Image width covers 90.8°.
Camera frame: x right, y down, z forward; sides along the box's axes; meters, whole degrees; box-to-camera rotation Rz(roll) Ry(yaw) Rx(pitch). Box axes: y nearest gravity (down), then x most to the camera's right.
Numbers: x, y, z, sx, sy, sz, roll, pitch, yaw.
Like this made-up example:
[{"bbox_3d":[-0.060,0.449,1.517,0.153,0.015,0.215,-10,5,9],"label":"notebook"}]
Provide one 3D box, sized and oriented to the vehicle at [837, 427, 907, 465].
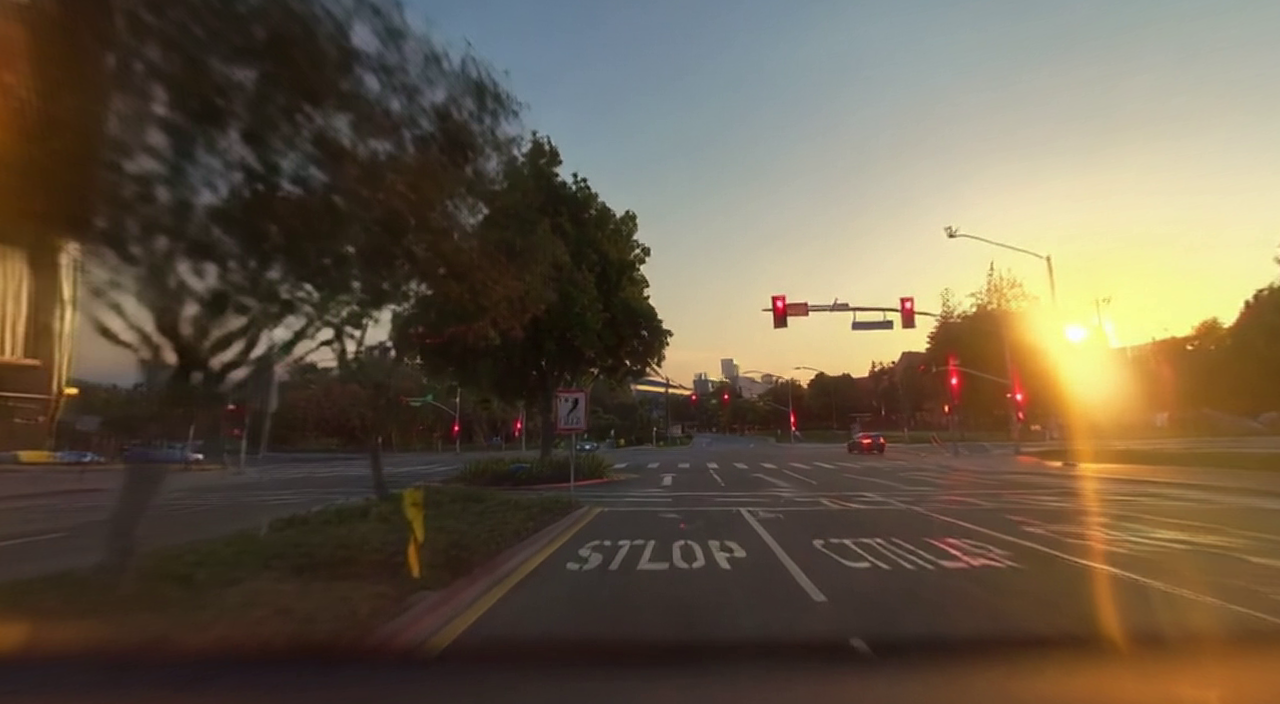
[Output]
[{"bbox_3d":[12.256,5.034,33.712,2.156,1.881,4.743,-1,-9,3],"label":"vehicle"}]
